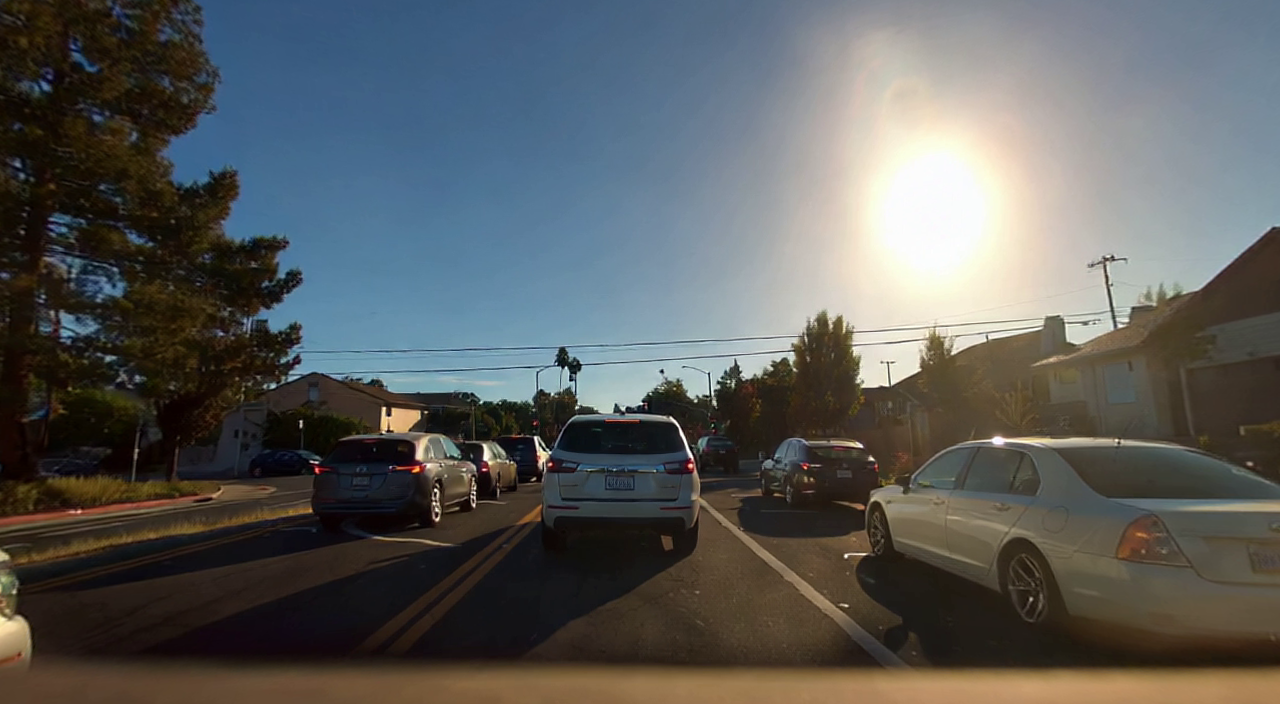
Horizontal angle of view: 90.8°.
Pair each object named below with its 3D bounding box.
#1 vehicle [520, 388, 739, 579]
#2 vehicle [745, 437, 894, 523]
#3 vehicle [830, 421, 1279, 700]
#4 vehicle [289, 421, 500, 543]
[{"bbox_3d":[-0.213,1.609,8.465,2.164,1.867,4.254,0,-8,-3],"label":"vehicle"},{"bbox_3d":[3.468,2.525,13.048,1.880,1.476,3.932,0,-8,-1],"label":"vehicle"},{"bbox_3d":[3.478,1.461,5.769,1.977,1.480,4.589,0,-8,-1],"label":"vehicle"},{"bbox_3d":[-3.715,2.029,10.533,1.864,1.576,4.324,0,-8,-2],"label":"vehicle"}]
